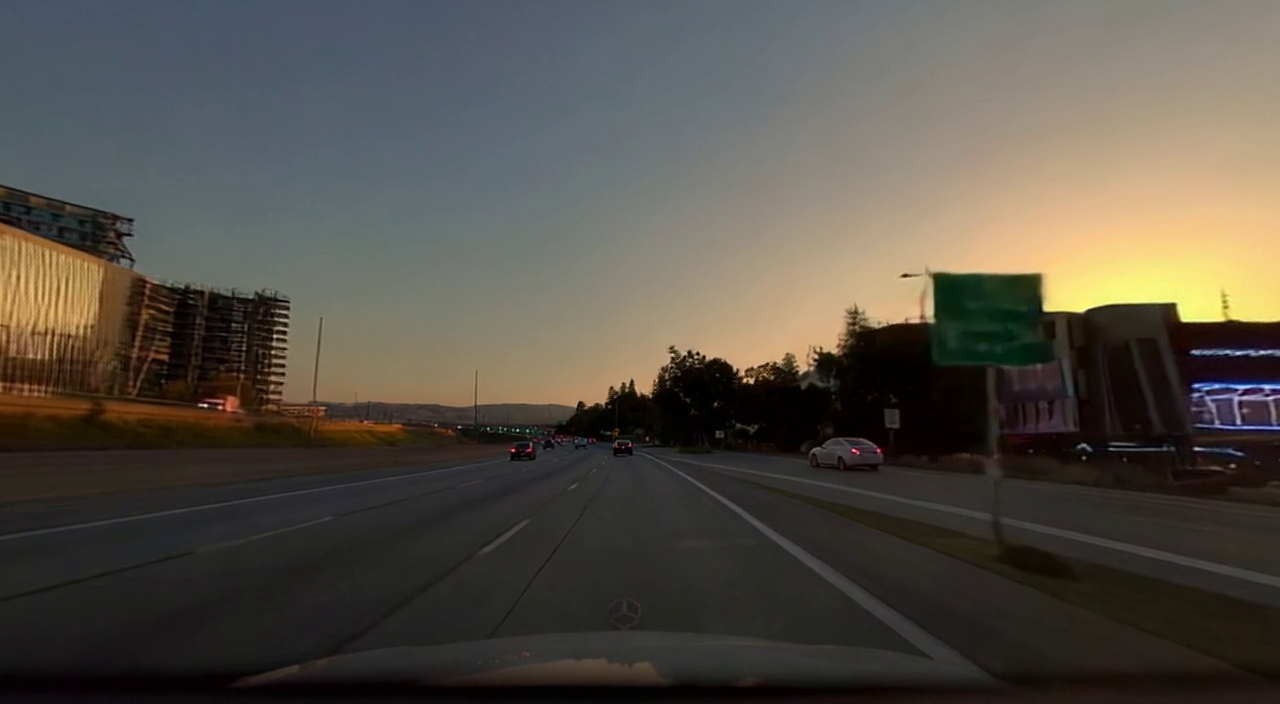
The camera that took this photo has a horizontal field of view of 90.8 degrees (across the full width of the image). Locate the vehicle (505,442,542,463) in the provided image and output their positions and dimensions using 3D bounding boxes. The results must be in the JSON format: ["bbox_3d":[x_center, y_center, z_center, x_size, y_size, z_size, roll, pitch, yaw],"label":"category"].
[{"bbox_3d":[-8.523,7.383,46.579,2.009,1.454,4.250,0,-9,-1],"label":"vehicle"}]

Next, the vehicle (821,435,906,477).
[{"bbox_3d":[10.369,4.849,29.689,2.023,1.782,4.193,1,-9,-7],"label":"vehicle"}]
